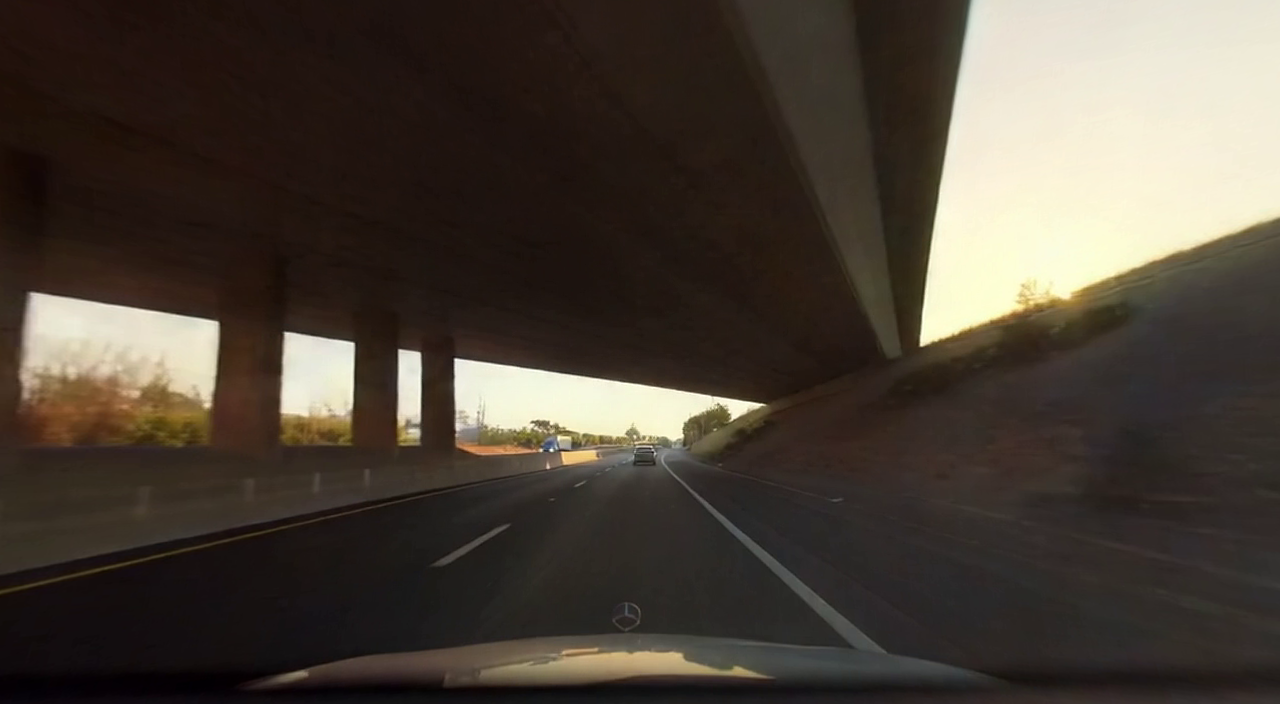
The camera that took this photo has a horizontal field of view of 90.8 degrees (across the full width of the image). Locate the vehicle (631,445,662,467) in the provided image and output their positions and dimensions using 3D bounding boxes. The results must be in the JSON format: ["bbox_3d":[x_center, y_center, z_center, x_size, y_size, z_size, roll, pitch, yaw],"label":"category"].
[{"bbox_3d":[0.523,7.778,47.305,2.221,1.603,4.149,0,-9,1],"label":"vehicle"}]
